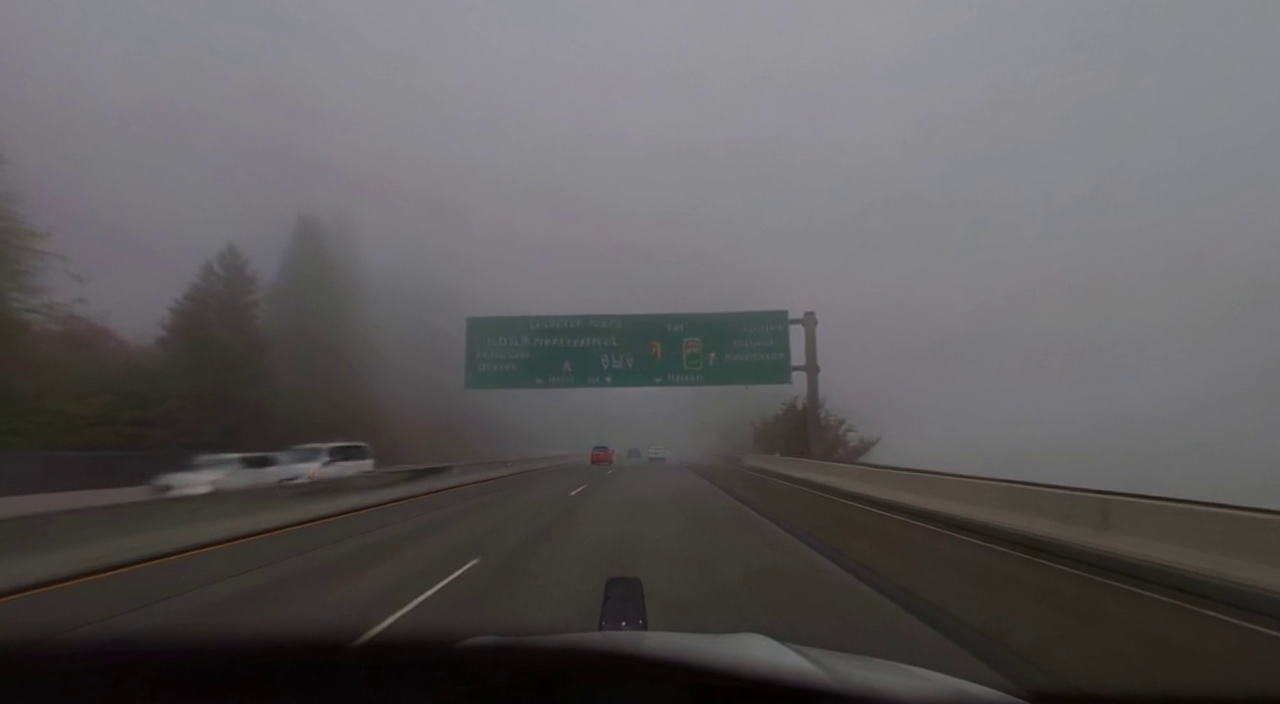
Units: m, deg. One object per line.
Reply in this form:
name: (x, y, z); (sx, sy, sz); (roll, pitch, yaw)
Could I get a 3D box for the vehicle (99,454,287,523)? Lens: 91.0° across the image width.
vehicle: (-14.459, 4.381, 20.929); (2.085, 1.879, 5.421); (0, -8, 2)

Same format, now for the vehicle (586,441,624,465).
vehicle: (-2.234, 6.529, 40.866); (1.985, 1.518, 3.847); (-1, -8, 4)

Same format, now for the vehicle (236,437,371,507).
vehicle: (-14.092, 4.994, 26.878); (2.577, 2.627, 5.306); (0, -8, 3)

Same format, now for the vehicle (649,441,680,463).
vehicle: (1.744, 7.069, 44.676); (2.077, 1.533, 3.854); (-1, -8, 3)
